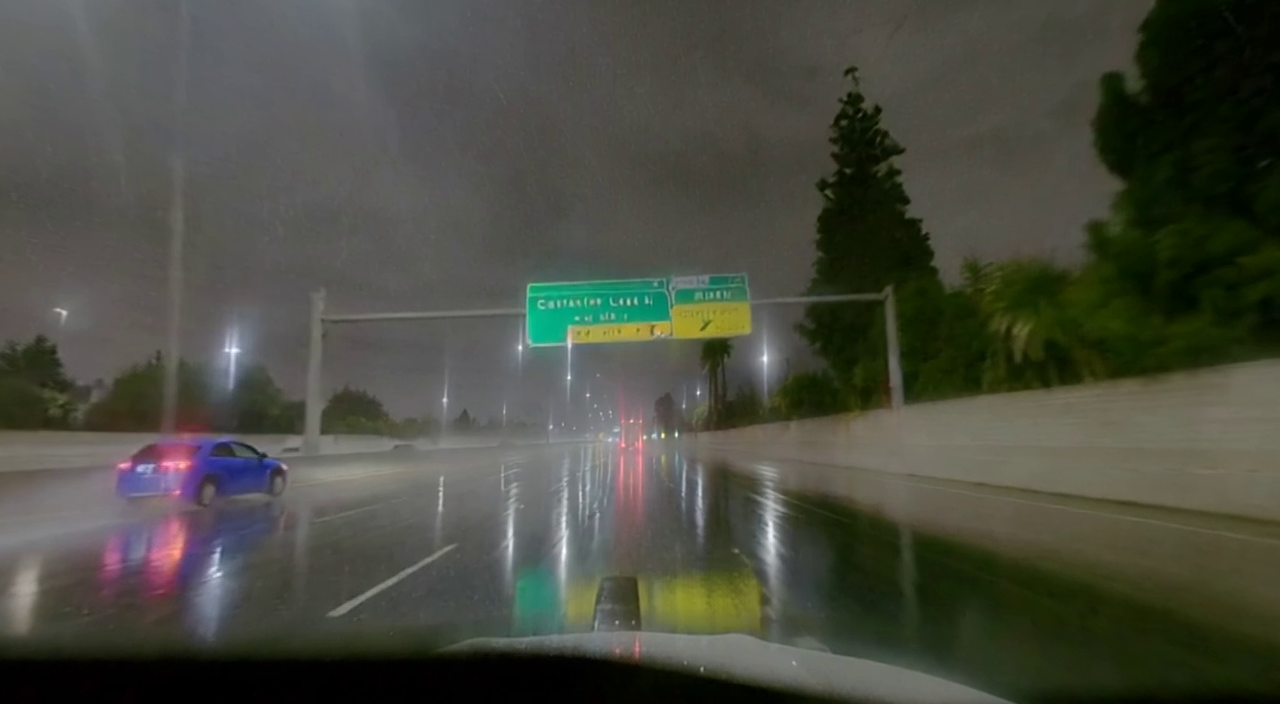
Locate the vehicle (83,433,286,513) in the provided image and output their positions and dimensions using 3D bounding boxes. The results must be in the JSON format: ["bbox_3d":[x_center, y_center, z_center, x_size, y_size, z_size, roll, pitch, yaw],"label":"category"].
[{"bbox_3d":[-10.731,2.841,15.361,1.897,1.653,4.113,0,-8,-1],"label":"vehicle"}]

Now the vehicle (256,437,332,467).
[{"bbox_3d":[-23.534,6.820,43.287,2.127,1.901,5.585,0,-8,-1],"label":"vehicle"}]
